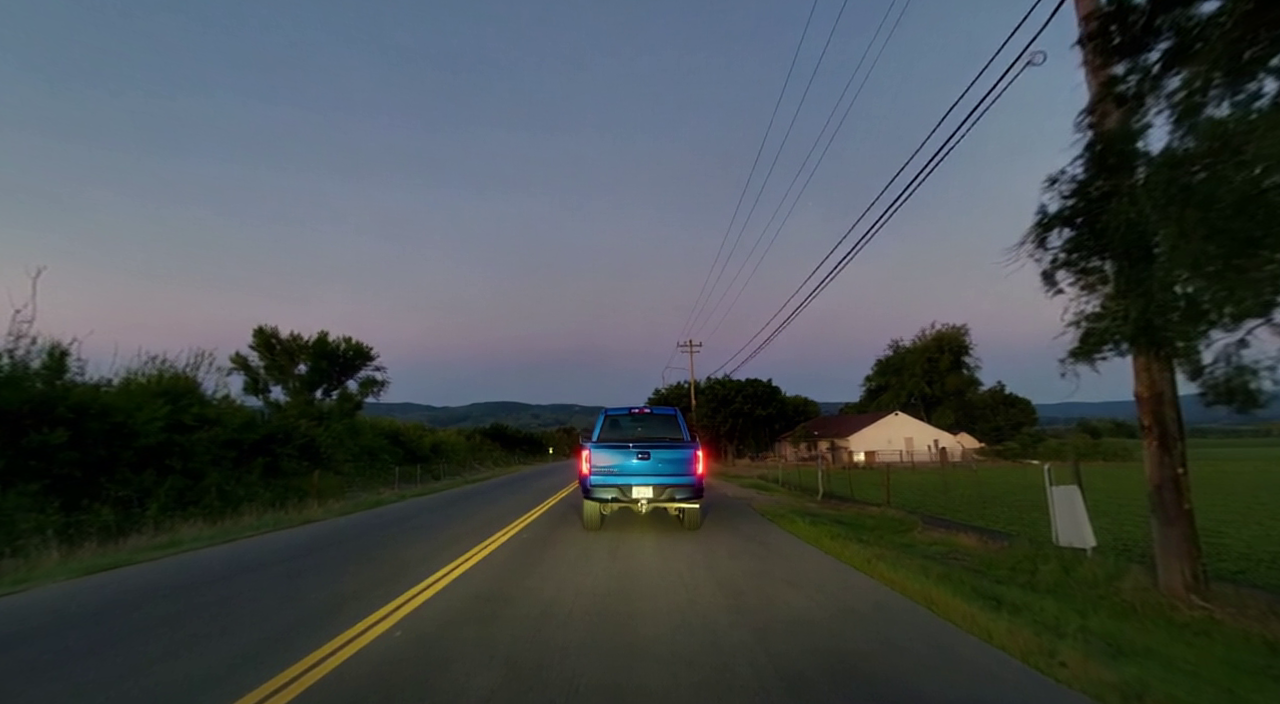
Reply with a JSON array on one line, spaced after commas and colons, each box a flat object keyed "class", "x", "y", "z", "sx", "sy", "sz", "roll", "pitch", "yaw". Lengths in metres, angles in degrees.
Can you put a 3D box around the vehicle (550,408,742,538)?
[{"class": "vehicle", "x": 0.035, "y": 2.197, "z": 12.153, "sx": 2.774, "sy": 1.861, "sz": 5.885, "roll": 0, "pitch": -9, "yaw": -1}]
